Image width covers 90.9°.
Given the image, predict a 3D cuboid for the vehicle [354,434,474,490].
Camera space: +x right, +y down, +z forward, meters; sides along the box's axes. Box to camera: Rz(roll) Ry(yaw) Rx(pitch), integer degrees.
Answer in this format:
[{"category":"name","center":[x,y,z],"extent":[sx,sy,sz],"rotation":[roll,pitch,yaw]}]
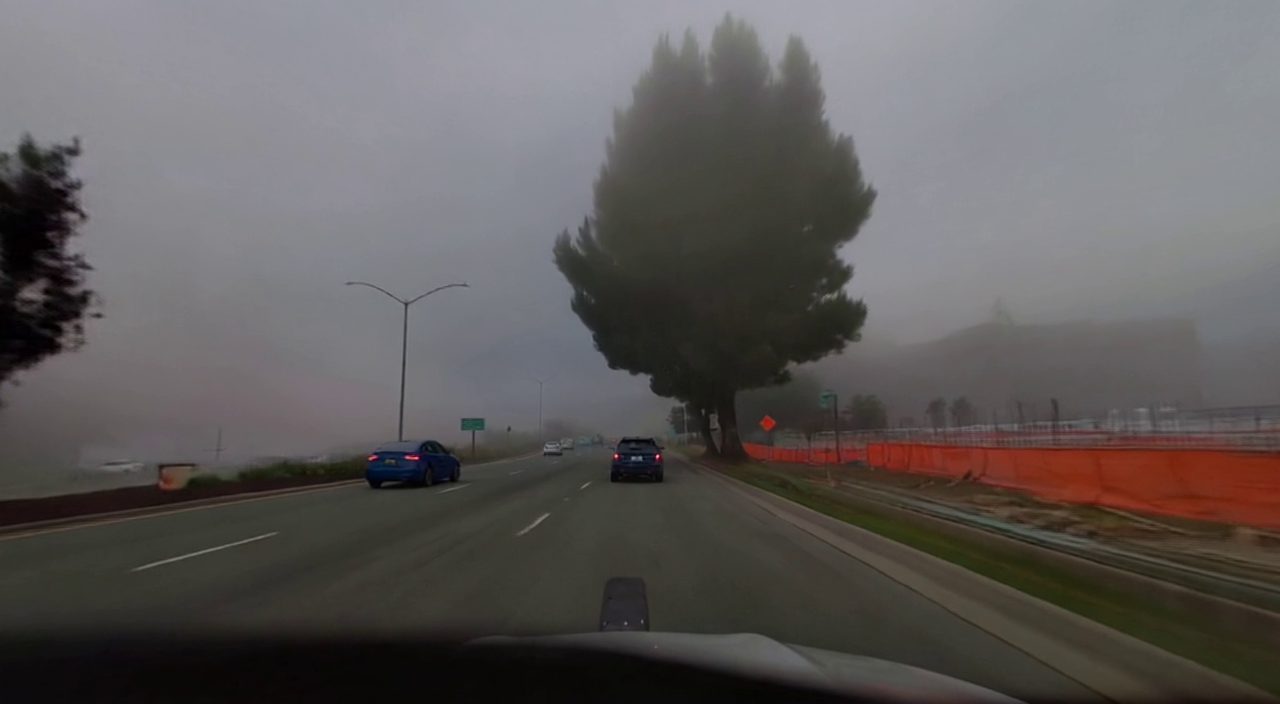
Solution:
[{"category":"vehicle","center":[-6.663,3.285,19.145],"extent":[1.877,1.479,4.430],"rotation":[0,-8,2]}]

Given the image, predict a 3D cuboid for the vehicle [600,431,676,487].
[{"category":"vehicle","center":[-0.074,3.478,20.824],"extent":[2.227,1.654,4.091],"rotation":[0,-8,0]}]
